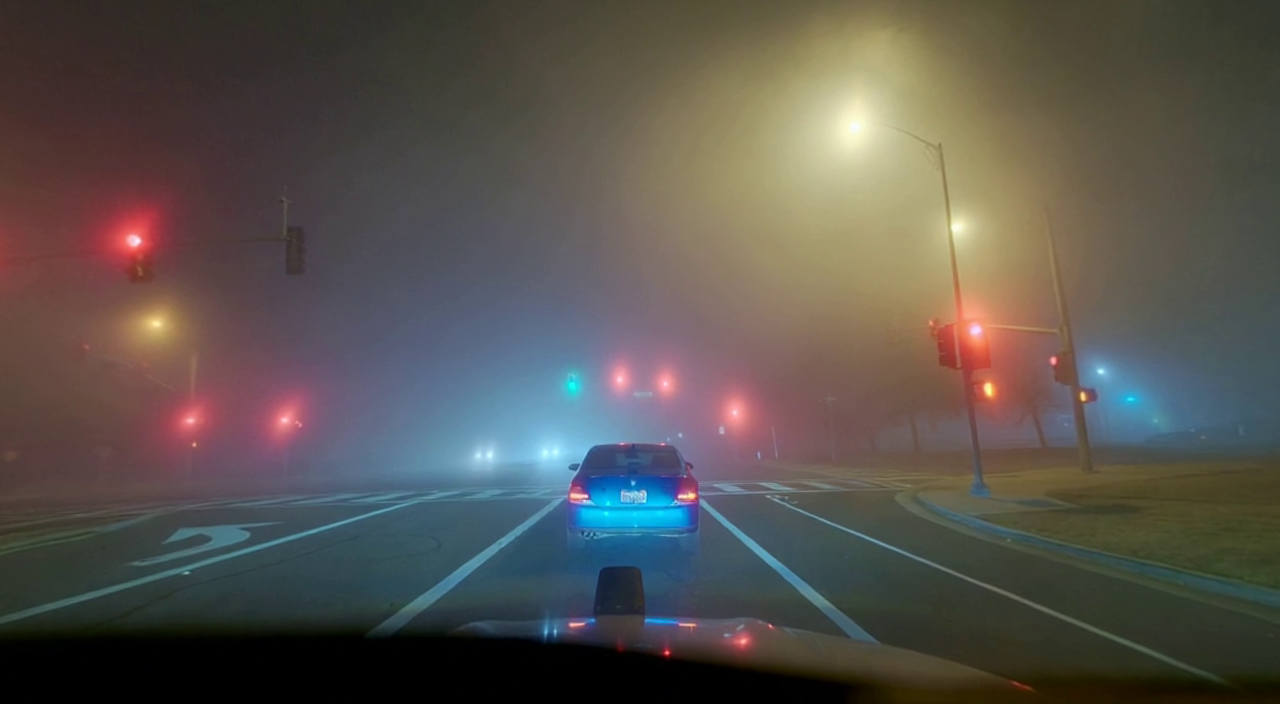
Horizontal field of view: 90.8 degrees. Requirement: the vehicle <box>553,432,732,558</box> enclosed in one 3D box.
[{"bbox_3d":[-0.003,1.995,9.508,2.107,1.470,3.974,0,-9,-1],"label":"vehicle"}]
